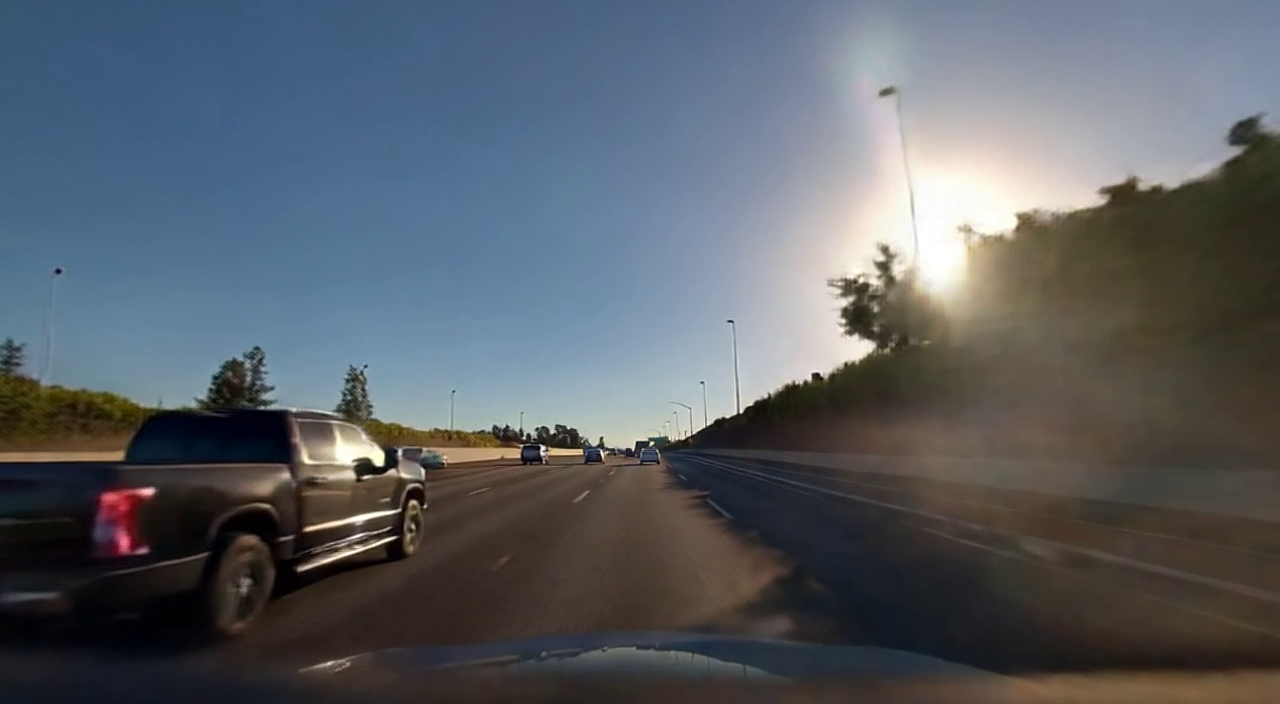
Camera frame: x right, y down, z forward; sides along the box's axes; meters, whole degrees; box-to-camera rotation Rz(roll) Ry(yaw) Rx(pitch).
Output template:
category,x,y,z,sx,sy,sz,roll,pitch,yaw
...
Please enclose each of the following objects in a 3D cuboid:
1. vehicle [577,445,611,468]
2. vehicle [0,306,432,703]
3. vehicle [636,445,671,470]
category,x,y,z,sx,sy,sz,roll,pitch,yaw
vehicle,-3.145,7.222,43.893,2.056,1.480,4.022,-1,-8,1
vehicle,-3.213,1.020,3.974,2.124,1.787,4.830,0,-8,0
vehicle,0.820,6.585,39.608,2.073,1.480,4.343,0,-8,0
